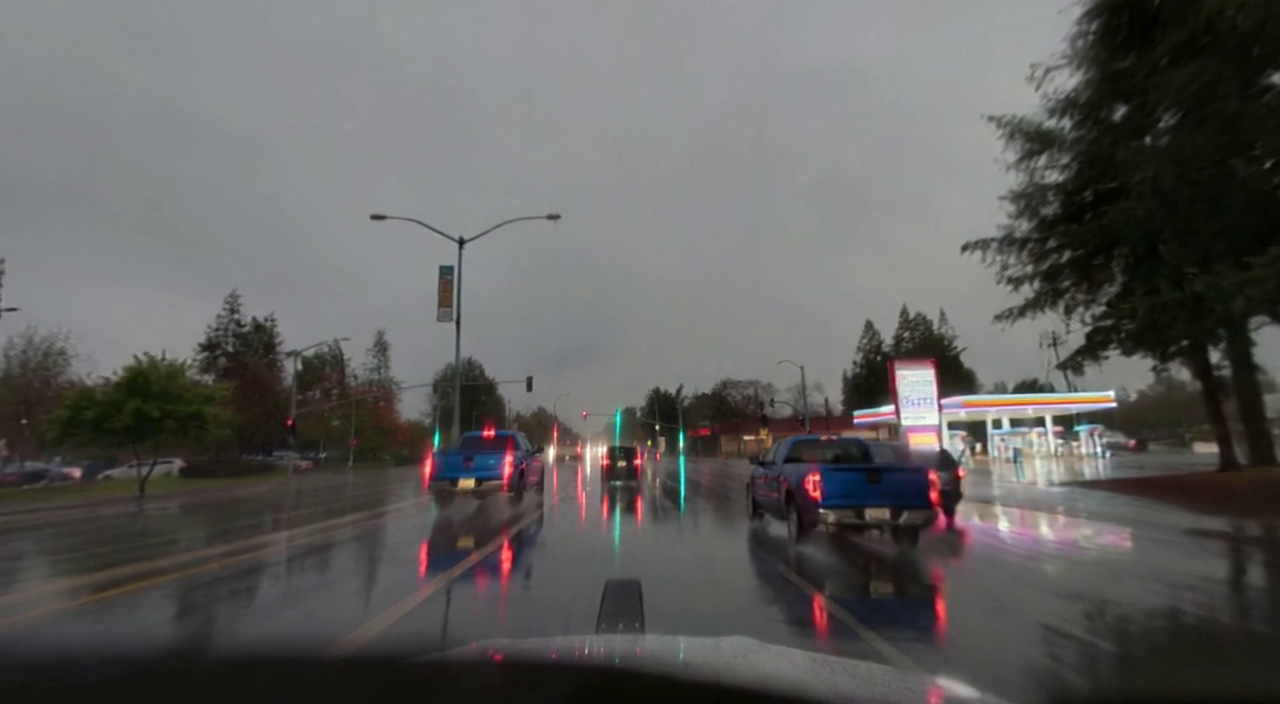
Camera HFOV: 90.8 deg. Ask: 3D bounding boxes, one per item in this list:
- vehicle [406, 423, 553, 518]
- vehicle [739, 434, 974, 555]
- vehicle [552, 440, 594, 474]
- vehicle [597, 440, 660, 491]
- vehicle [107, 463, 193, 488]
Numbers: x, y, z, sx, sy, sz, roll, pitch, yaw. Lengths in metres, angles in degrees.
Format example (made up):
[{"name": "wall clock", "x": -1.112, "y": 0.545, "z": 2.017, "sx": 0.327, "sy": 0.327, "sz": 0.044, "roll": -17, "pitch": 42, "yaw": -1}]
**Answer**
[{"name": "vehicle", "x": -3.613, "y": 2.811, "z": 15.566, "sx": 2.195, "sy": 1.905, "sz": 5.634, "roll": 0, "pitch": -9, "yaw": -1}, {"name": "vehicle", "x": 3.054, "y": 2.115, "z": 10.151, "sx": 2.061, "sy": 1.487, "sz": 4.462, "roll": 0, "pitch": -9, "yaw": -2}, {"name": "vehicle", "x": -4.209, "y": 6.718, "z": 40.689, "sx": 2.321, "sy": 2.026, "sz": 5.307, "roll": 0, "pitch": -9, "yaw": -2}, {"name": "vehicle", "x": -0.415, "y": 3.959, "z": 22.314, "sx": 2.029, "sy": 1.605, "sz": 3.827, "roll": 0, "pitch": -9, "yaw": -2}, {"name": "vehicle", "x": -36.272, "y": 9.087, "z": 46.834, "sx": 1.929, "sy": 1.636, "sz": 4.589, "roll": -7, "pitch": -11, "yaw": 38}]
